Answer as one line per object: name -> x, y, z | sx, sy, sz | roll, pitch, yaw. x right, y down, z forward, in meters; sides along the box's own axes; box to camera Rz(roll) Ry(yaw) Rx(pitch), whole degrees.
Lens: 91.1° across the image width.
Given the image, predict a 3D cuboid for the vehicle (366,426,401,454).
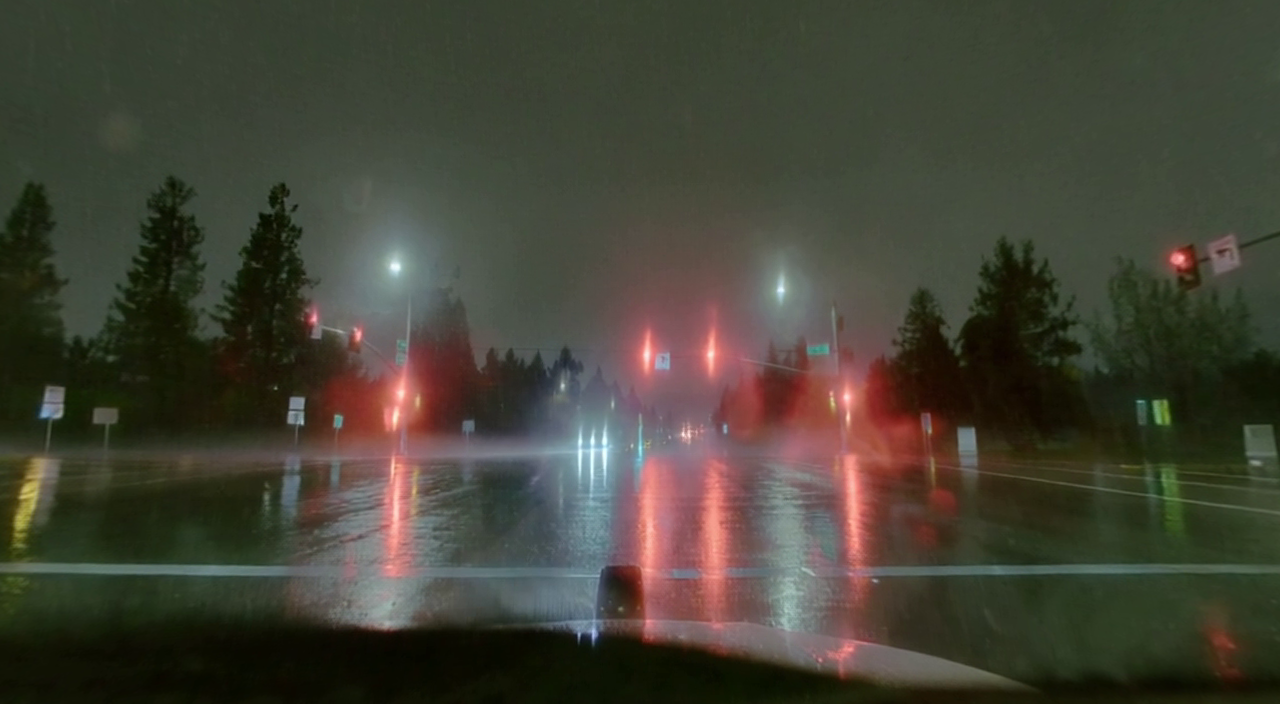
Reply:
vehicle -> -19.993, 6.853, 48.886 | 1.873, 2.079, 2.879 | 5, -10, -33
